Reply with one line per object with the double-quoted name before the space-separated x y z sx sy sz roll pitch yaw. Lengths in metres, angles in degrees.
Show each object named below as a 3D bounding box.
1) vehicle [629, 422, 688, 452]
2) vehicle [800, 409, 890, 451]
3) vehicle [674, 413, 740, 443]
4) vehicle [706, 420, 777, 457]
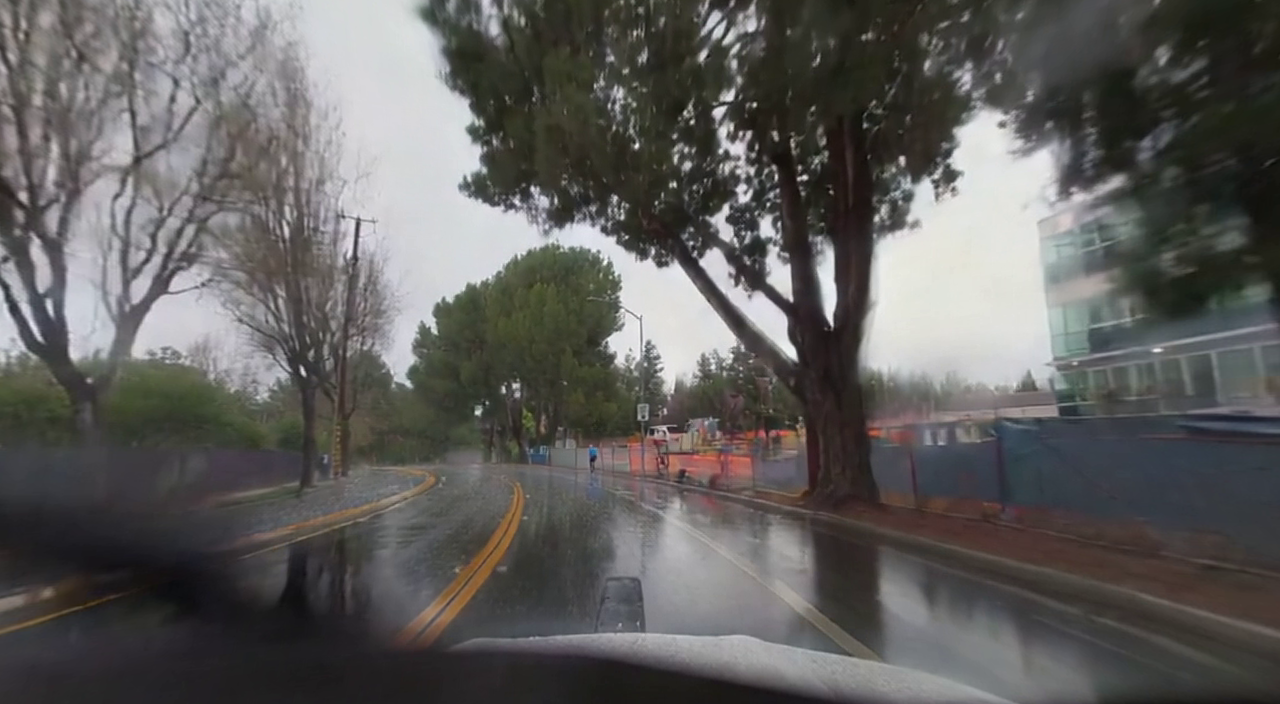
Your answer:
"vehicle" 1.494 6.715 49.728 4.180 1.880 2.028 12 -12 -35
"vehicle" 7.823 3.062 24.454 1.635 1.445 3.563 1 -9 -13
"vehicle" 4.513 5.152 42.798 3.916 1.765 1.785 -2 -7 -19
"vehicle" 5.673 4.878 35.317 3.451 1.504 1.652 9 -14 -8
